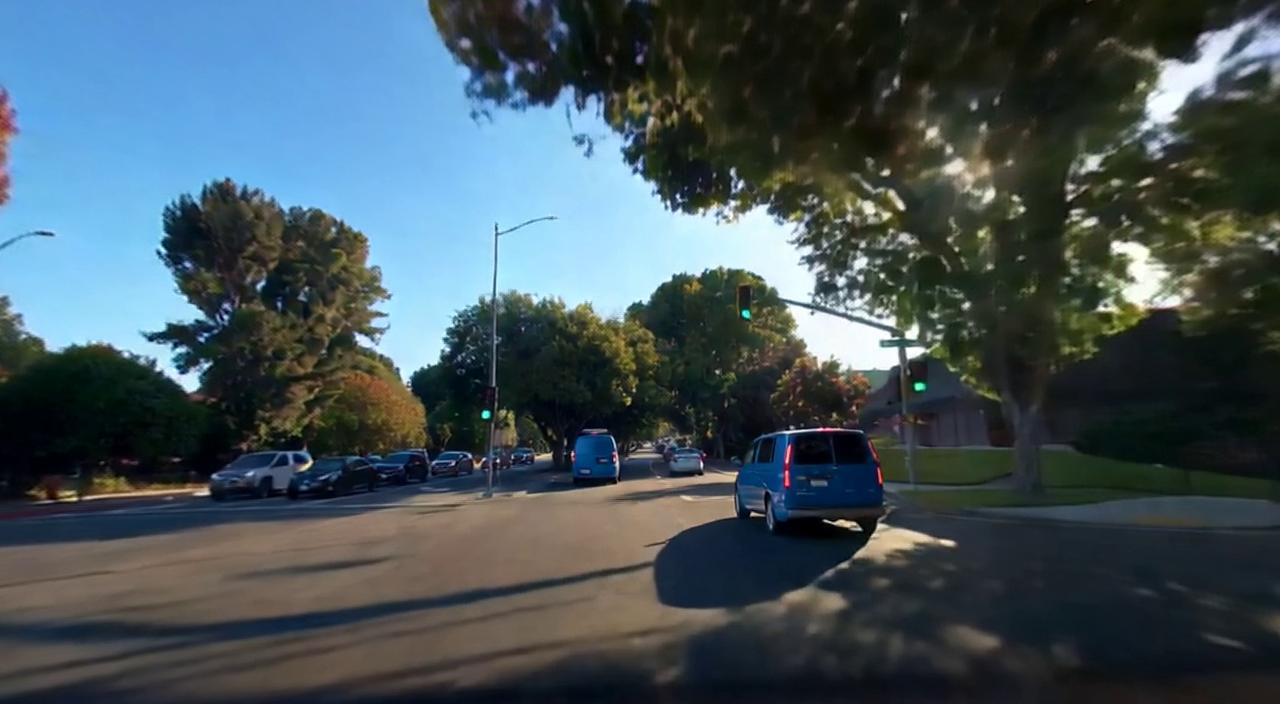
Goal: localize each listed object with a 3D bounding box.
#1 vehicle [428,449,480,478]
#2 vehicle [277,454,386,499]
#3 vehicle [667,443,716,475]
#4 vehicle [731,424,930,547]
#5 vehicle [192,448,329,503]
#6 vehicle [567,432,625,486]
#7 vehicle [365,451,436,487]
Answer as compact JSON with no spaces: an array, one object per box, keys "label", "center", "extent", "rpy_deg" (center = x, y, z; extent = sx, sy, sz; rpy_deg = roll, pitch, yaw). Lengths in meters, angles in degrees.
[{"label":"vehicle","center":[-11.591,6.969,39.640],"extent":[1.988,1.689,4.047],"rpy_deg":[0,-9,0]},{"label":"vehicle","center":[-11.763,4.756,24.481],"extent":[2.128,1.496,4.432],"rpy_deg":[0,-9,-2]},{"label":"vehicle","center":[2.799,5.957,35.468],"extent":[2.248,1.692,4.252],"rpy_deg":[0,-8,-2]},{"label":"vehicle","center":[2.932,2.156,10.836],"extent":[1.965,1.671,4.146],"rpy_deg":[0,-9,-2]},{"label":"vehicle","center":[-15.561,5.052,26.450],"extent":[2.299,2.015,5.743],"rpy_deg":[0,-9,-2]},{"label":"vehicle","center":[-1.746,4.476,26.699],"extent":[2.228,2.054,4.309],"rpy_deg":[0,-9,-1]},{"label":"vehicle","center":[-11.781,5.746,31.408],"extent":[1.956,1.625,4.123],"rpy_deg":[0,-9,0]}]
